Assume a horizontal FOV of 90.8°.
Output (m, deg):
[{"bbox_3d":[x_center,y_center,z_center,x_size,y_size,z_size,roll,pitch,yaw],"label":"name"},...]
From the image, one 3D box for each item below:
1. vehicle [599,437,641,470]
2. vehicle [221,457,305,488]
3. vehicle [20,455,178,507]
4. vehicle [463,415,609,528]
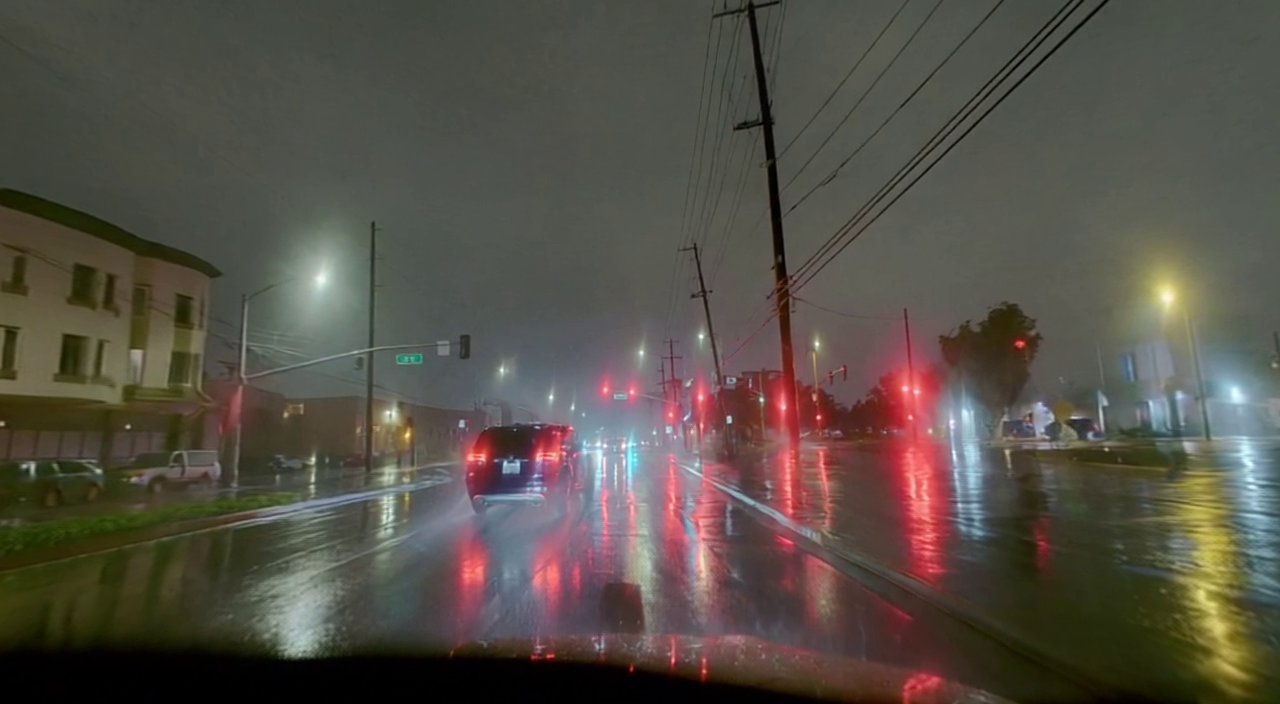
[{"bbox_3d":[-1.059,5.584,34.894,2.144,1.681,3.855,0,-9,-1],"label":"vehicle"},{"bbox_3d":[-20.261,6.470,34.191,1.826,1.430,4.426,0,-9,-1],"label":"vehicle"},{"bbox_3d":[-20.215,4.805,23.940,1.989,1.689,4.388,0,-9,2],"label":"vehicle"},{"bbox_3d":[-1.729,2.190,12.019,2.022,1.757,4.041,0,-9,1],"label":"vehicle"}]
